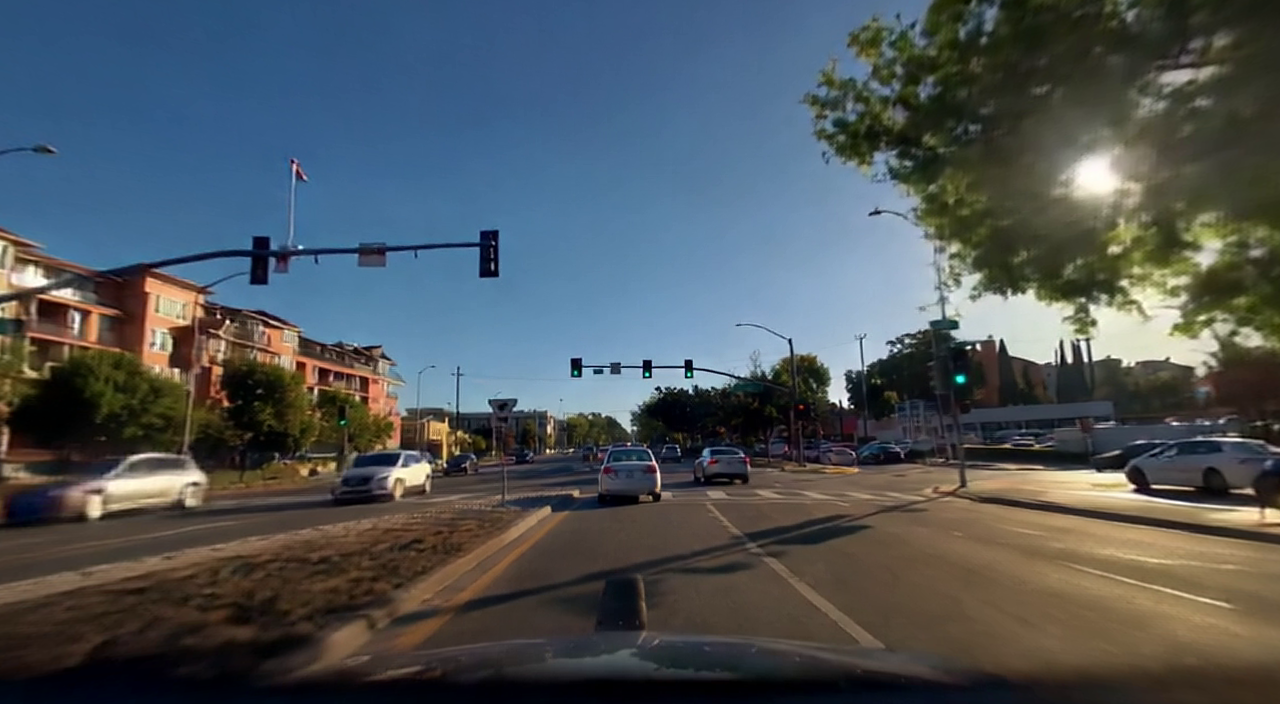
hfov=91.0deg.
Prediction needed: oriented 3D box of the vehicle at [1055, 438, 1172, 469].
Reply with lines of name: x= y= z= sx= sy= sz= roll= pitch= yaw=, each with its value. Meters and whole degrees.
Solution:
vehicle: x=26.041 y=5.608 z=34.753 sx=4.665 sy=1.612 sz=1.937 roll=-1 pitch=-9 yaw=8

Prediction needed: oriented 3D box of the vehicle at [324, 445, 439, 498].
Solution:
vehicle: x=-8.536 y=3.962 z=21.283 sx=1.966 sy=1.571 sz=4.479 roll=0 pitch=-9 yaw=0

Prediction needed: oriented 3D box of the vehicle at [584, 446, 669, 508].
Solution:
vehicle: x=-0.340 y=3.295 z=17.053 sx=2.010 sy=1.447 sz=4.121 roll=0 pitch=-9 yaw=0

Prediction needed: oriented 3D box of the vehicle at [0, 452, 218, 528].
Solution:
vehicle: x=-12.327 y=3.131 z=14.842 sx=1.904 sy=1.475 sz=4.068 roll=0 pitch=-9 yaw=0

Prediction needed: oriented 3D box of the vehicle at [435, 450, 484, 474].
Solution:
vehicle: x=-12.067 y=7.375 z=42.401 sx=1.963 sy=1.504 sz=4.640 roll=0 pitch=-9 yaw=0

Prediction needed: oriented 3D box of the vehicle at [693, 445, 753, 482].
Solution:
vehicle: x=3.586 y=4.890 z=27.851 sx=2.023 sy=1.506 sz=3.816 roll=0 pitch=-9 yaw=-2
